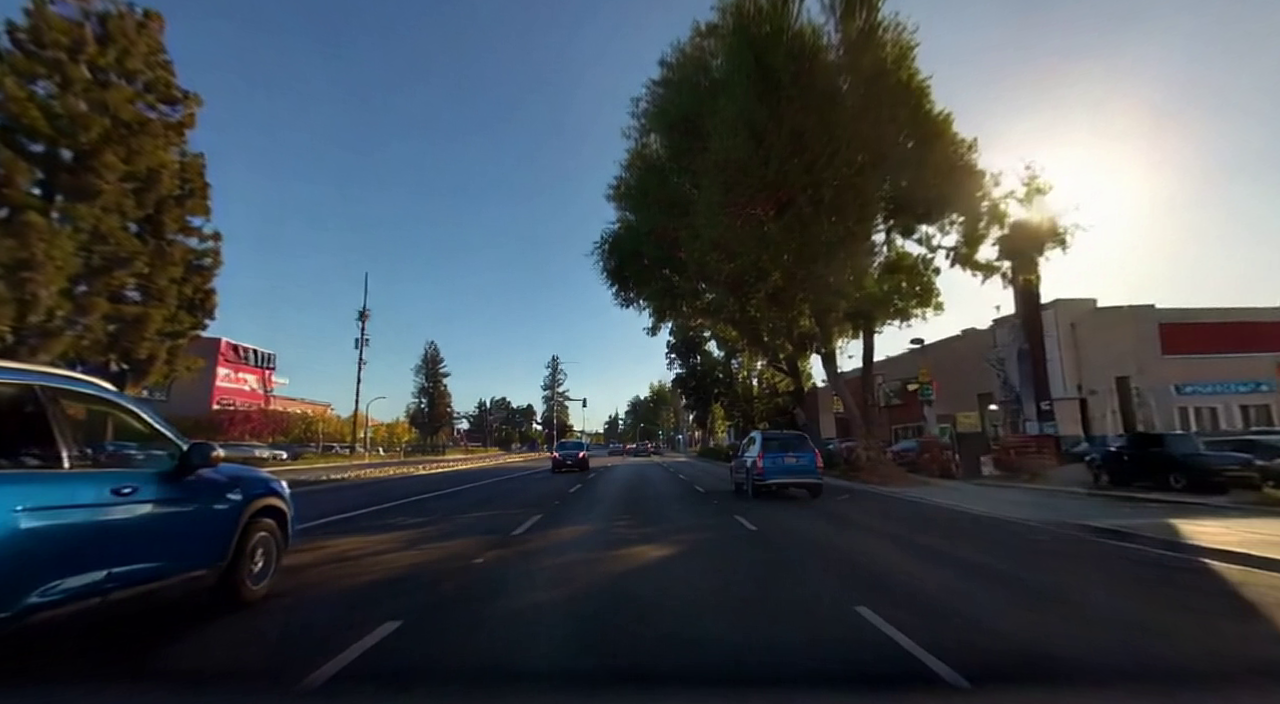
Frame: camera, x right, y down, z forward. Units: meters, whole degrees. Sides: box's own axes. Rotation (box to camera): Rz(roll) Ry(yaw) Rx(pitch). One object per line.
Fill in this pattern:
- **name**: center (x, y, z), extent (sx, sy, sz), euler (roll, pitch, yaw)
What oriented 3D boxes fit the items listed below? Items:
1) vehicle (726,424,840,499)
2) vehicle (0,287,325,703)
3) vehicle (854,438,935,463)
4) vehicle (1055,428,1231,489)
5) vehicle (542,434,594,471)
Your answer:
- **vehicle**: center (3.697, 2.932, 17.214), extent (2.024, 1.773, 4.431), euler (0, -8, 0)
- **vehicle**: center (-3.874, 0.724, 2.968), extent (2.210, 1.925, 4.838), euler (0, -8, 1)
- **vehicle**: center (17.465, 6.770, 43.415), extent (4.706, 1.660, 2.077), euler (0, -8, 0)
- **vehicle**: center (15.513, 3.300, 19.861), extent (1.897, 1.662, 4.504), euler (0, -8, 2)
- **vehicle**: center (-3.698, 5.252, 33.107), extent (2.112, 1.775, 4.404), euler (0, -8, 1)
